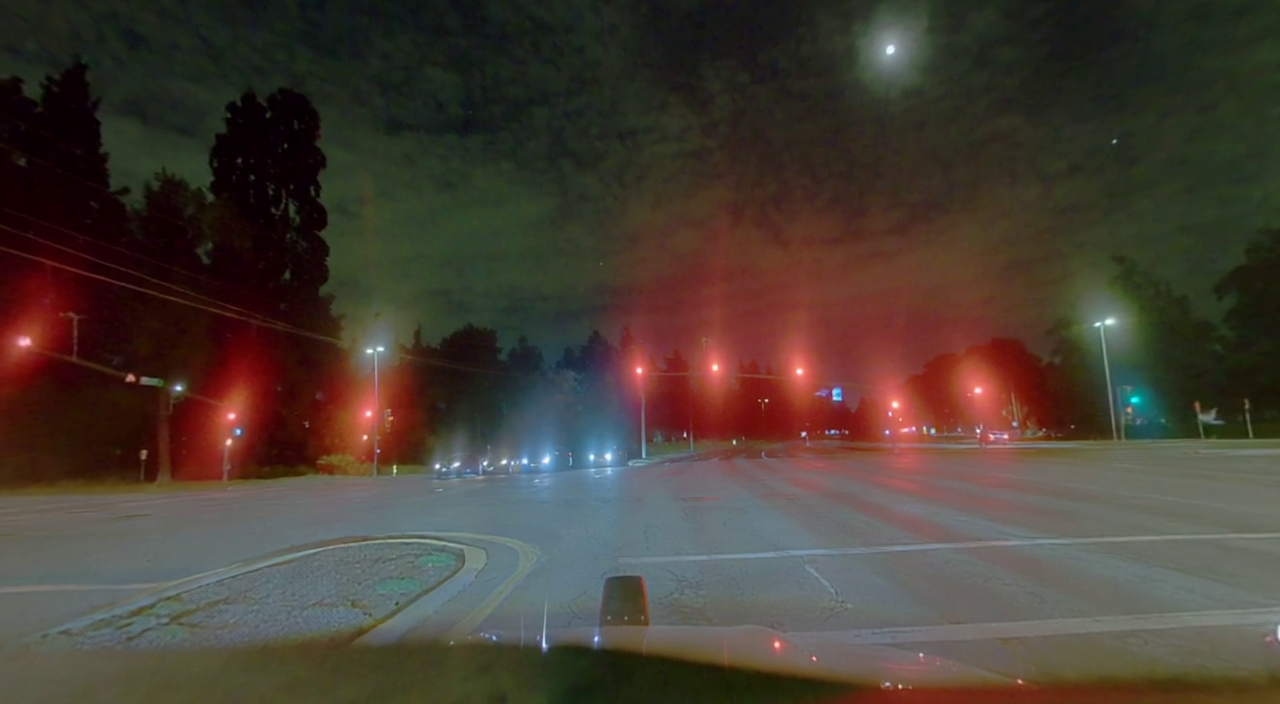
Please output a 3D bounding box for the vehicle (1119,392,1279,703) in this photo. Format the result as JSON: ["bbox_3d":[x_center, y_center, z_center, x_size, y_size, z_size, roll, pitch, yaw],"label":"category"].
[{"bbox_3d":[3.060,0.619,0.418,1.978,1.468,4.544,0,-9,1],"label":"vehicle"}]

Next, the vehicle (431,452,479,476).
[{"bbox_3d":[-13.403,8.113,45.984,2.101,1.637,4.304,0,-9,1],"label":"vehicle"}]

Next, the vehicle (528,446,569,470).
[{"bbox_3d":[-6.562,7.609,45.507,2.126,1.657,4.307,-1,-9,2],"label":"vehicle"}]

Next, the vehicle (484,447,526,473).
[{"bbox_3d":[-9.781,7.833,45.933,2.064,1.725,4.243,0,-9,1],"label":"vehicle"}]
